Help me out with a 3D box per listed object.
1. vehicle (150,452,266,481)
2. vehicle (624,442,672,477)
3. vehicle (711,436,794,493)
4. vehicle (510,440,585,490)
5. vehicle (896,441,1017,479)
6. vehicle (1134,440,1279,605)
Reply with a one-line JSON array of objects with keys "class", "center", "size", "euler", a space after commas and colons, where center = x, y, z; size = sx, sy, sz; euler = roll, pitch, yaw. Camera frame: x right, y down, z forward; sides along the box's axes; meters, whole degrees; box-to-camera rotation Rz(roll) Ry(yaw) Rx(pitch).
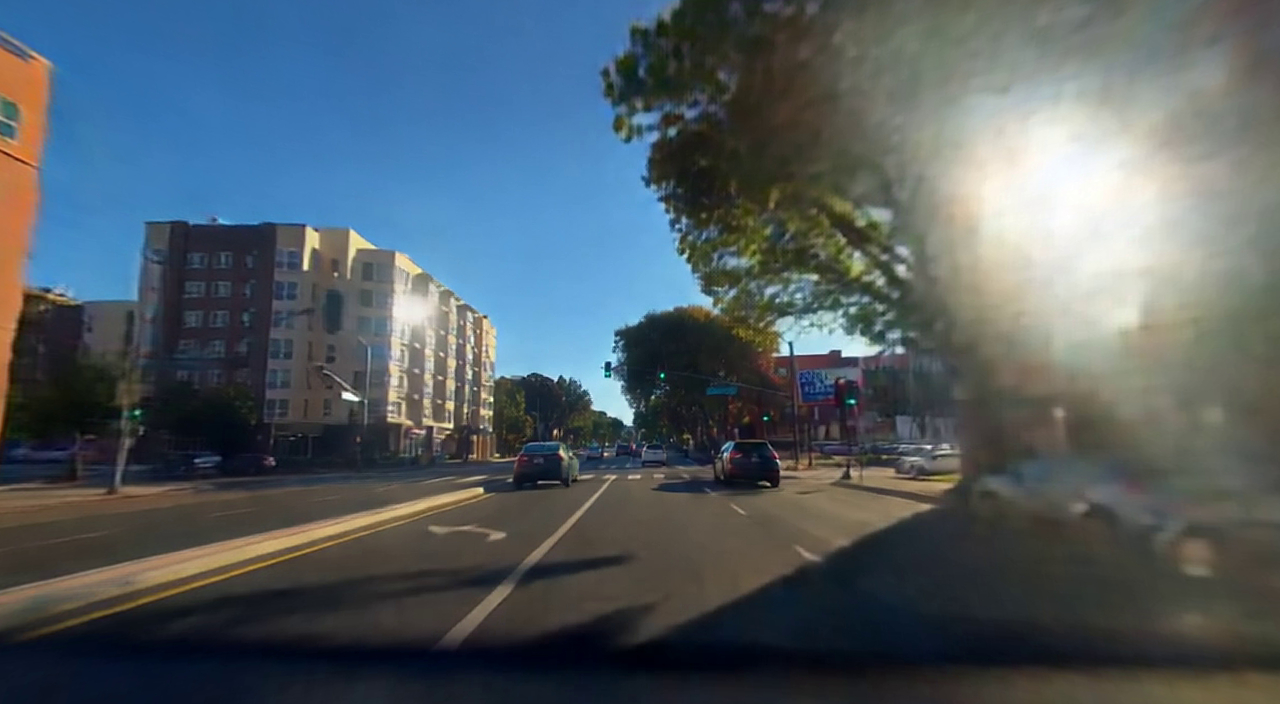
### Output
[{"class": "vehicle", "center": [-23.668, 6.267, 34.669], "size": [4.890, 1.514, 1.908], "euler": [0, -9, -1]}, {"class": "vehicle", "center": [0.361, 5.017, 29.651], "size": [2.103, 1.468, 4.094], "euler": [0, -9, 0]}, {"class": "vehicle", "center": [3.510, 3.578, 20.392], "size": [1.987, 1.637, 3.896], "euler": [0, -9, 0]}, {"class": "vehicle", "center": [-3.027, 3.784, 21.488], "size": [1.860, 1.510, 4.073], "euler": [0, -9, 1]}, {"class": "vehicle", "center": [15.783, 5.394, 31.632], "size": [4.921, 1.841, 1.957], "euler": [0, -9, 1]}, {"class": "vehicle", "center": [6.859, 1.475, 5.235], "size": [2.022, 1.491, 4.194], "euler": [0, -9, -1]}]
